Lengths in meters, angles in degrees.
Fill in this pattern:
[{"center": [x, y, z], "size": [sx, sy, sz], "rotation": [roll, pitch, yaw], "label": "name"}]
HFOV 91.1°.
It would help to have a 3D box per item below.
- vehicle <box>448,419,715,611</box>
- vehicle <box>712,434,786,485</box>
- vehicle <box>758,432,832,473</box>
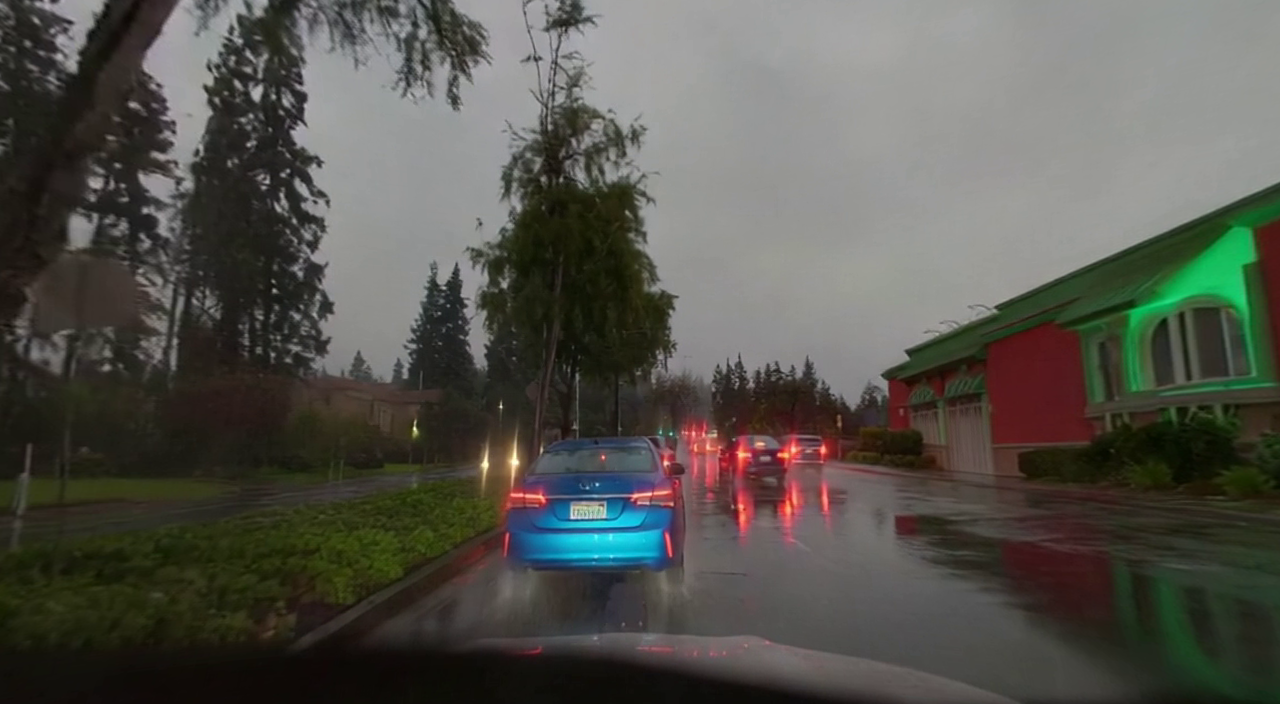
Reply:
[{"center": [-0.472, 1.592, 7.055], "size": [2.111, 1.506, 4.018], "rotation": [0, -8, 0], "label": "vehicle"}, {"center": [3.852, 3.873, 22.924], "size": [1.946, 1.648, 4.230], "rotation": [0, -8, 0], "label": "vehicle"}, {"center": [7.517, 4.949, 31.044], "size": [2.253, 1.854, 5.409], "rotation": [0, -8, 0], "label": "vehicle"}]
